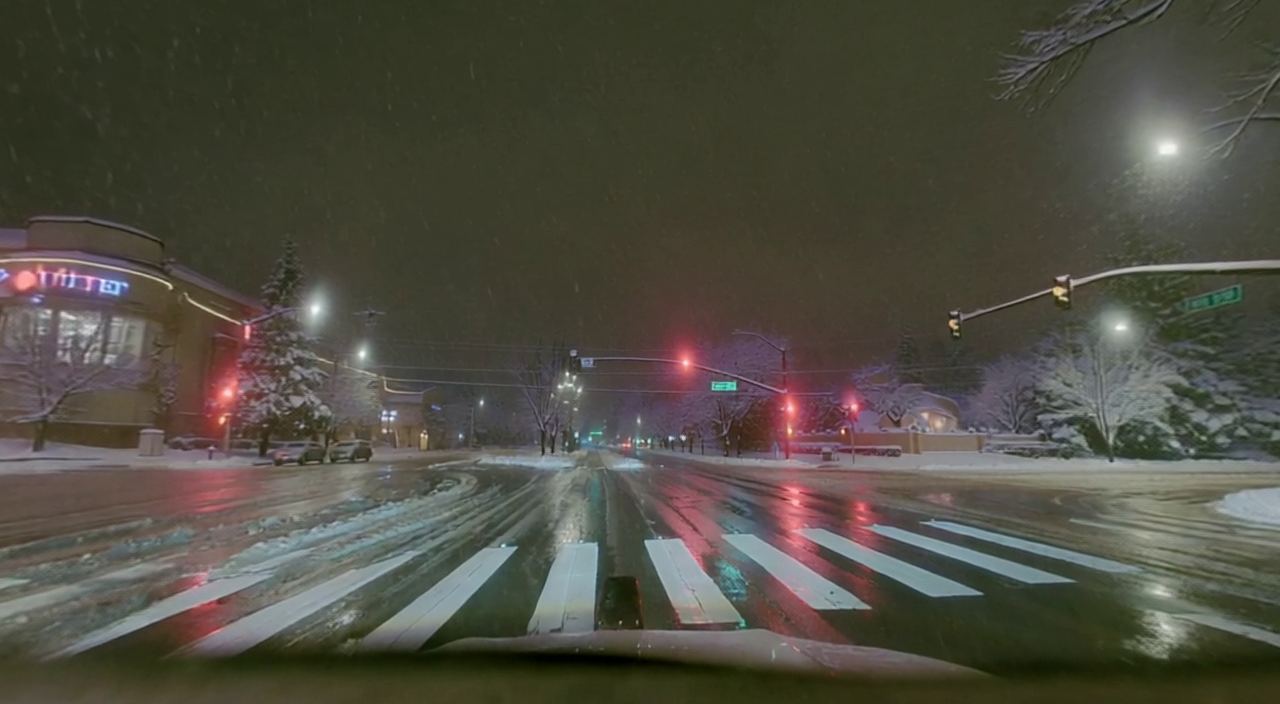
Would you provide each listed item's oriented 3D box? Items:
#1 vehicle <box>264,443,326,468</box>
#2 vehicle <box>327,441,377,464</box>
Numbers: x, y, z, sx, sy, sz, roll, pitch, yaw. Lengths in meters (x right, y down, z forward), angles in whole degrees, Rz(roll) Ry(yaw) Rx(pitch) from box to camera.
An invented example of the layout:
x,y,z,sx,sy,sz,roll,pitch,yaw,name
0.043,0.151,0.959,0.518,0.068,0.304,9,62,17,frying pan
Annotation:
x,y,z,sx,sy,sz,roll,pitch,yaw,name
-21.855,6.558,40.157,2.005,1.496,4.020,1,-9,-6,vehicle
-22.525,7.901,49.614,2.023,1.706,4.756,1,-9,-6,vehicle
